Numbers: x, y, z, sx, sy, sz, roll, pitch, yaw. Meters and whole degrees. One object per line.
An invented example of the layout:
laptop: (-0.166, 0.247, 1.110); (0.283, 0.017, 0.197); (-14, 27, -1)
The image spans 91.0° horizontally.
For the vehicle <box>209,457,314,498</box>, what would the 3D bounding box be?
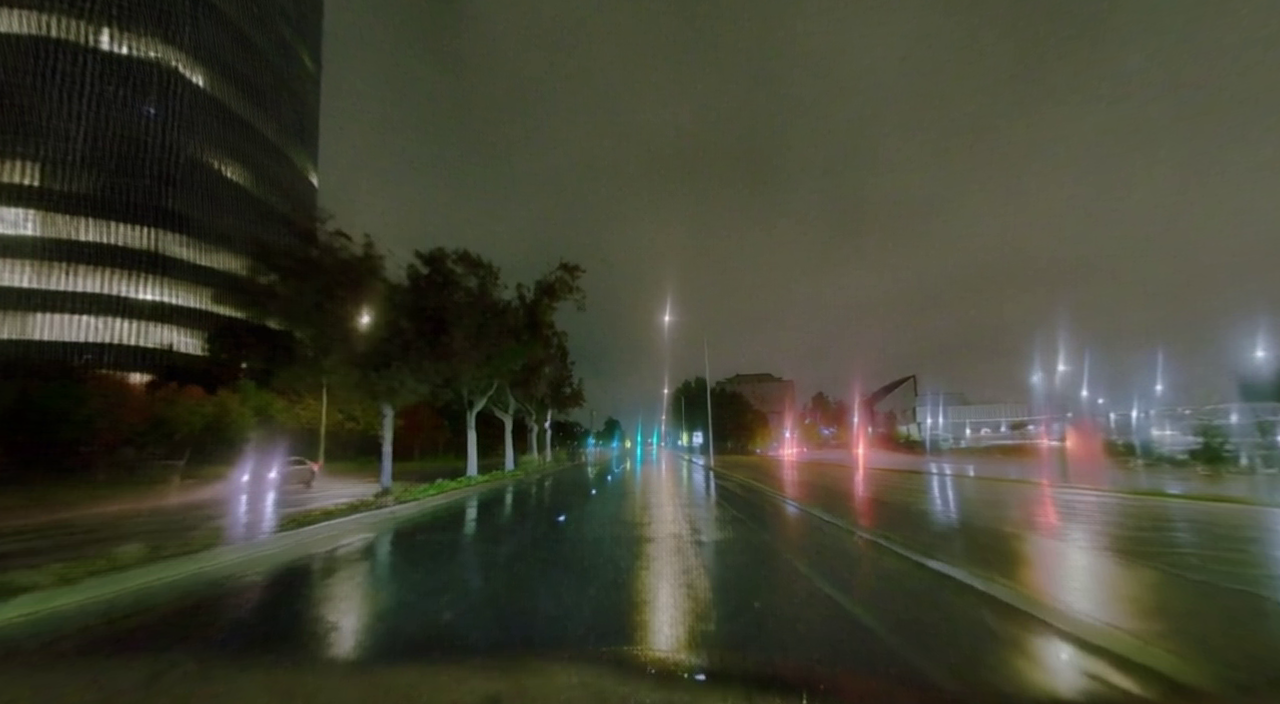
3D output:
vehicle: (-16.638, 5.523, 27.991); (1.807, 1.570, 4.557); (0, -9, 0)
